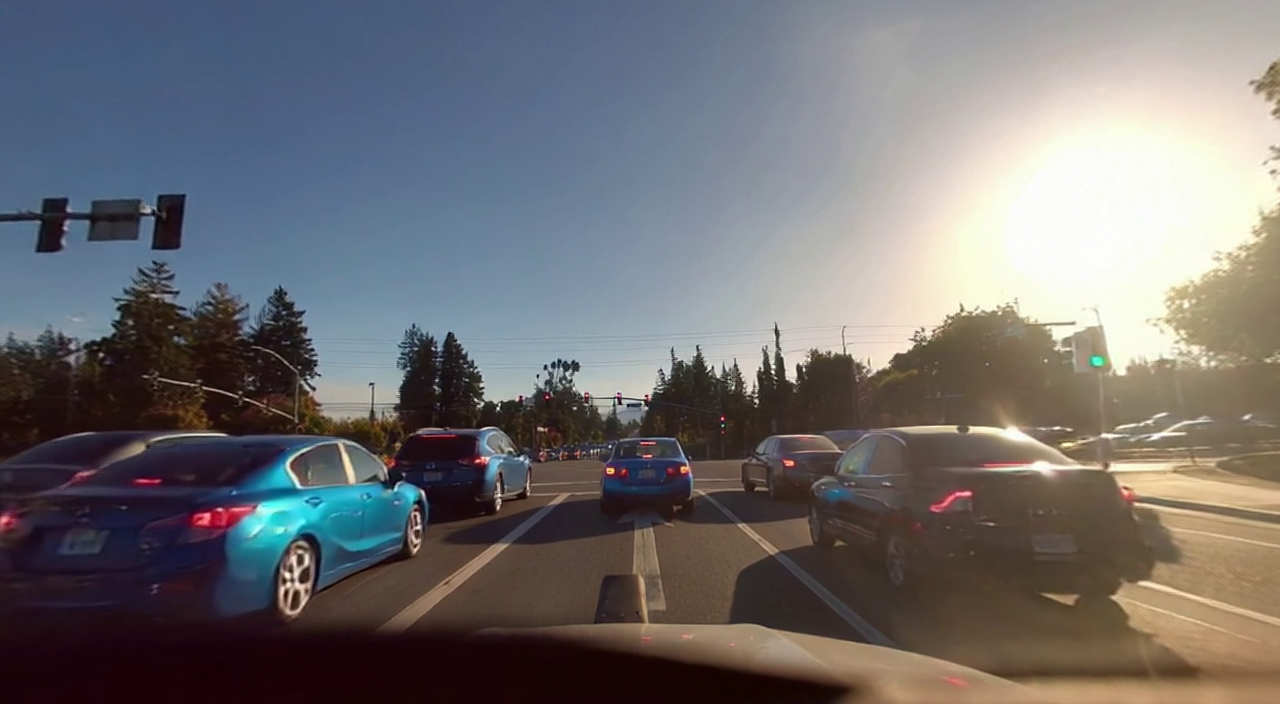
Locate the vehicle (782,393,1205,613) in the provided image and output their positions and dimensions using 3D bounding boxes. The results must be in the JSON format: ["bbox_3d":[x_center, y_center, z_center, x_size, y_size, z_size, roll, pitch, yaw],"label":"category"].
[{"bbox_3d":[3.238,1.497,7.128,2.178,1.691,4.314,0,-9,-1],"label":"vehicle"}]

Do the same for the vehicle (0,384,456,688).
[{"bbox_3d":[-3.386,1.343,5.762,2.034,1.655,4.465,0,-9,0],"label":"vehicle"}]

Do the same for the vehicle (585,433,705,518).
[{"bbox_3d":[0.034,2.482,13.177,2.114,1.482,4.056,0,-9,-2],"label":"vehicle"}]

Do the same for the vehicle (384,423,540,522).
[{"bbox_3d":[-3.417,2.410,13.098,1.958,1.693,4.242,0,-9,0],"label":"vehicle"}]
